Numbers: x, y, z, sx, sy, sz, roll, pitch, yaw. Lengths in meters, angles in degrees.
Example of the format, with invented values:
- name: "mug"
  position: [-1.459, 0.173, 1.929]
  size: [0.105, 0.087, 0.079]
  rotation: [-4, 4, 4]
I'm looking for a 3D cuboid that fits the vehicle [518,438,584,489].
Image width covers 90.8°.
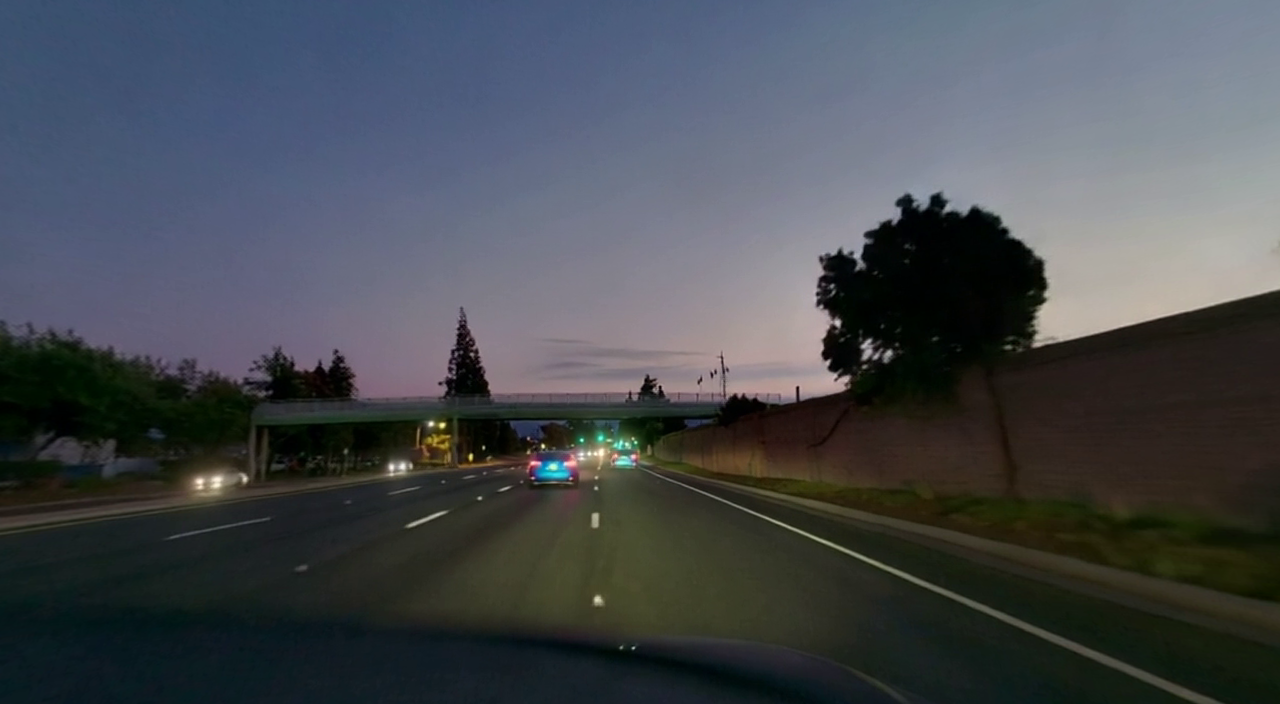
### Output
- name: "vehicle"
  position: [-3.373, 4.310, 24.782]
  size: [2.223, 1.771, 4.581]
  rotation: [1, -9, -4]

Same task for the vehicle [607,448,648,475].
- name: "vehicle"
  position: [-0.823, 6.696, 38.832]
  size: [2.205, 1.509, 4.272]
  rotation: [1, -9, -5]

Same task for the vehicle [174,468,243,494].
- name: "vehicle"
  position: [-29.473, 8.821, 43.339]
  size: [1.769, 1.473, 4.539]
  rotation: [0, -9, -3]
